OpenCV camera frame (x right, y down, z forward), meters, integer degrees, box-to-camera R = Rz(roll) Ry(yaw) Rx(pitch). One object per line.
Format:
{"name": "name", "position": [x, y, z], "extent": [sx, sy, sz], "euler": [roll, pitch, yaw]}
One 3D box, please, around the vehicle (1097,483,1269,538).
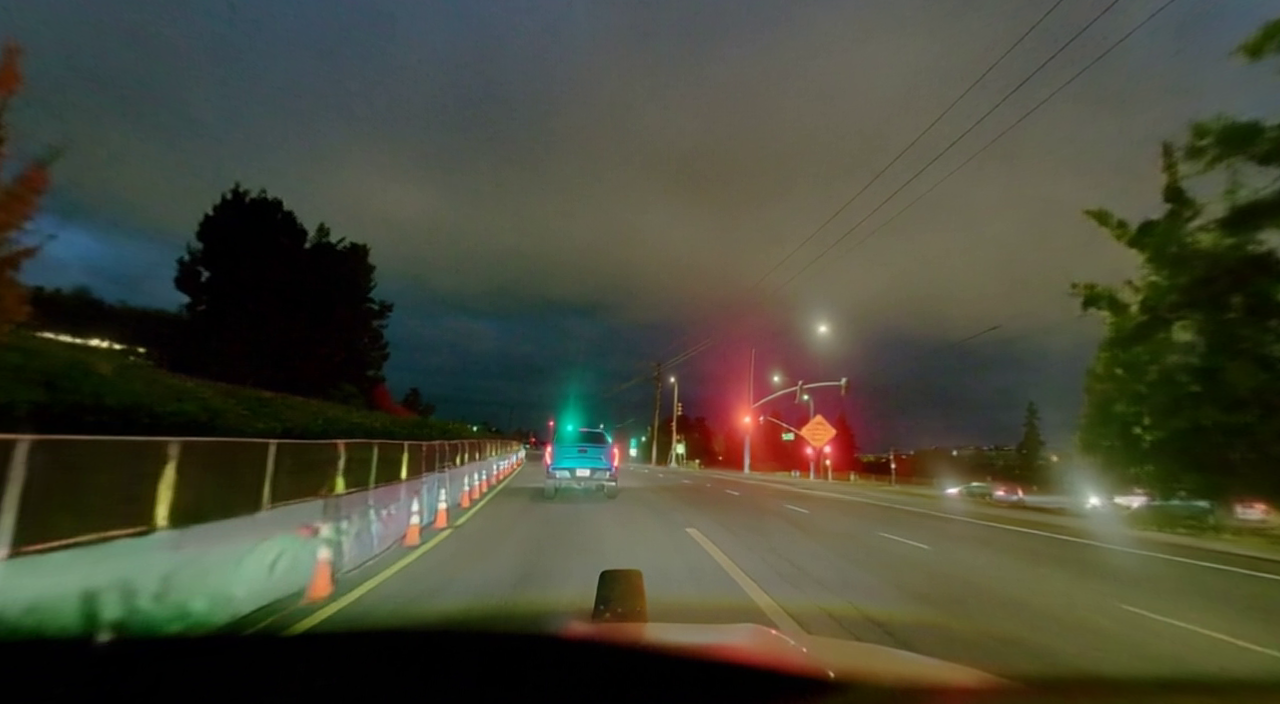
{"name": "vehicle", "position": [19.554, 5.710, 23.054], "extent": [1.884, 1.622, 4.485], "euler": [3, -10, -9]}

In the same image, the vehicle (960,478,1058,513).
{"name": "vehicle", "position": [18.460, 7.170, 31.804], "extent": [1.808, 1.467, 4.360], "euler": [3, -10, -10]}

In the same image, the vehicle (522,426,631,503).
{"name": "vehicle", "position": [-1.617, 2.921, 16.877], "extent": [2.436, 1.698, 5.322], "euler": [0, -8, -4]}
